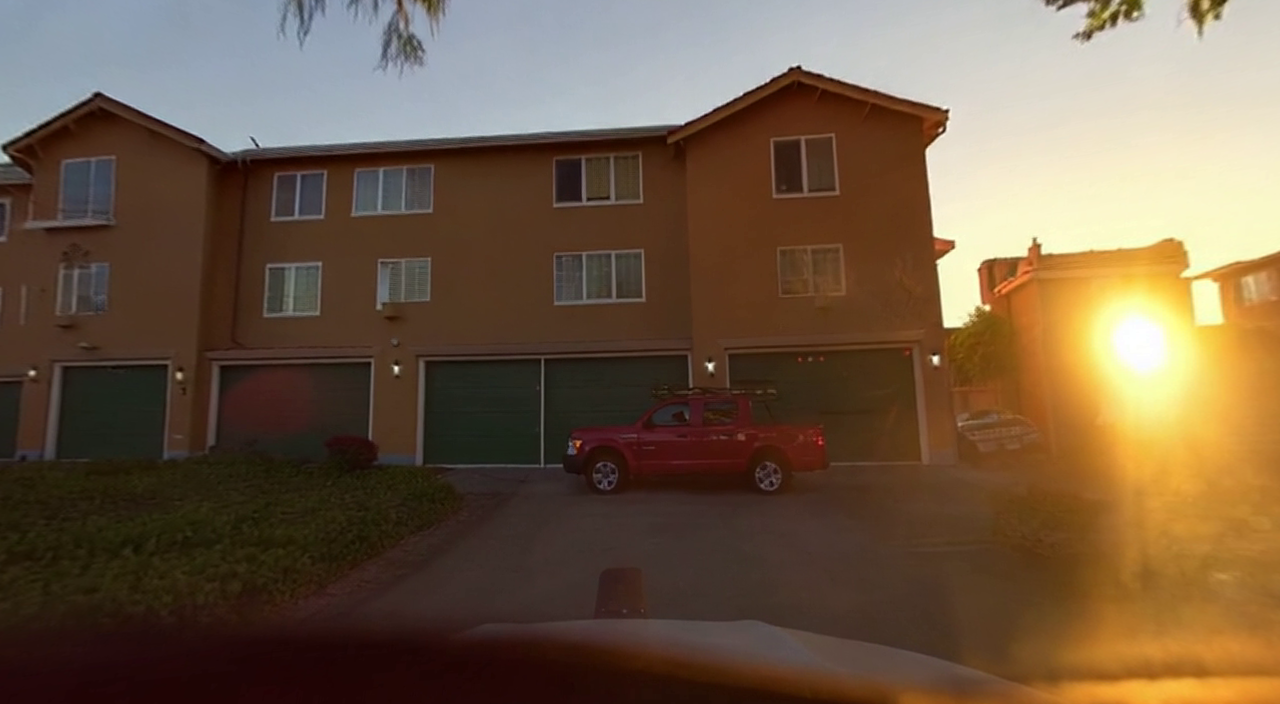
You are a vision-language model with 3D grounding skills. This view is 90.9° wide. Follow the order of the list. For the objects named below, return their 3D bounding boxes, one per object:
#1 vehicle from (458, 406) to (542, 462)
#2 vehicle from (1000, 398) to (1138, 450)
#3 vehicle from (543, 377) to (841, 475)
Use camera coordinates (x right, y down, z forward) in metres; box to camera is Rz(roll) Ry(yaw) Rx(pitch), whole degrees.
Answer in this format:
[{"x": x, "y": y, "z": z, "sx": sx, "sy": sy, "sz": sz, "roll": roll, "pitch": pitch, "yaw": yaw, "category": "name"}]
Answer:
[{"x": -4.627, "y": 2.705, "z": 21.453, "sx": 1.869, "sy": 1.460, "sz": 3.826, "roll": -4, "pitch": -2, "yaw": 1, "category": "vehicle"}, {"x": 15.851, "y": 2.711, "z": 23.464, "sx": 3.770, "sy": 1.496, "sz": 1.951, "roll": 5, "pitch": -9, "yaw": 2, "category": "vehicle"}, {"x": 0.989, "y": 1.542, "z": 13.046, "sx": 5.600, "sy": 1.835, "sz": 2.161, "roll": 0, "pitch": -8, "yaw": 1, "category": "vehicle"}]
